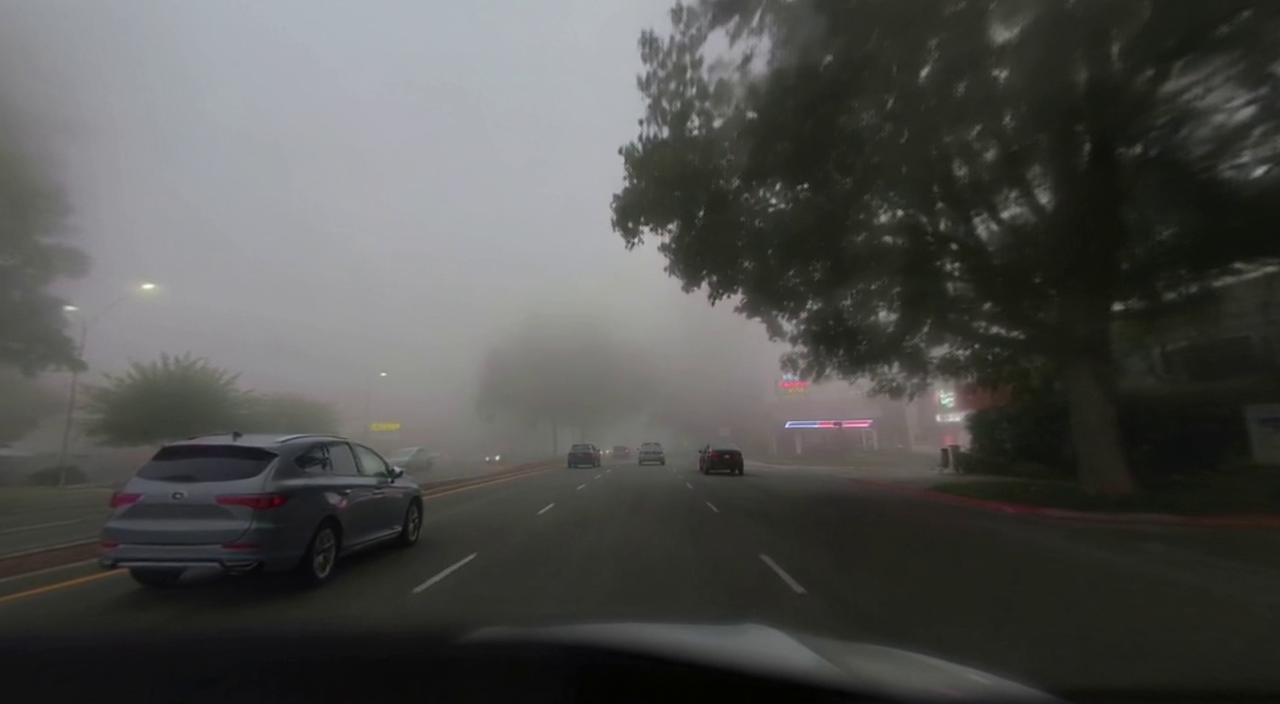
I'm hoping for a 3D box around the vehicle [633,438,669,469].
[{"bbox_3d":[0.672,6.455,40.351,2.193,1.873,4.033,0,-9,0],"label":"vehicle"}]

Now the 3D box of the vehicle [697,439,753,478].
[{"bbox_3d":[3.687,4.687,27.927,1.922,1.579,3.642,0,-9,-1],"label":"vehicle"}]

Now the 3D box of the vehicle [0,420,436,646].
[{"bbox_3d":[-3.810,1.528,6.430,1.908,1.481,4.351,0,-9,1],"label":"vehicle"}]

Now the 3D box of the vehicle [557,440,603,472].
[{"bbox_3d":[-3.207,5.684,34.623,2.026,1.665,4.193,0,-9,2],"label":"vehicle"}]
